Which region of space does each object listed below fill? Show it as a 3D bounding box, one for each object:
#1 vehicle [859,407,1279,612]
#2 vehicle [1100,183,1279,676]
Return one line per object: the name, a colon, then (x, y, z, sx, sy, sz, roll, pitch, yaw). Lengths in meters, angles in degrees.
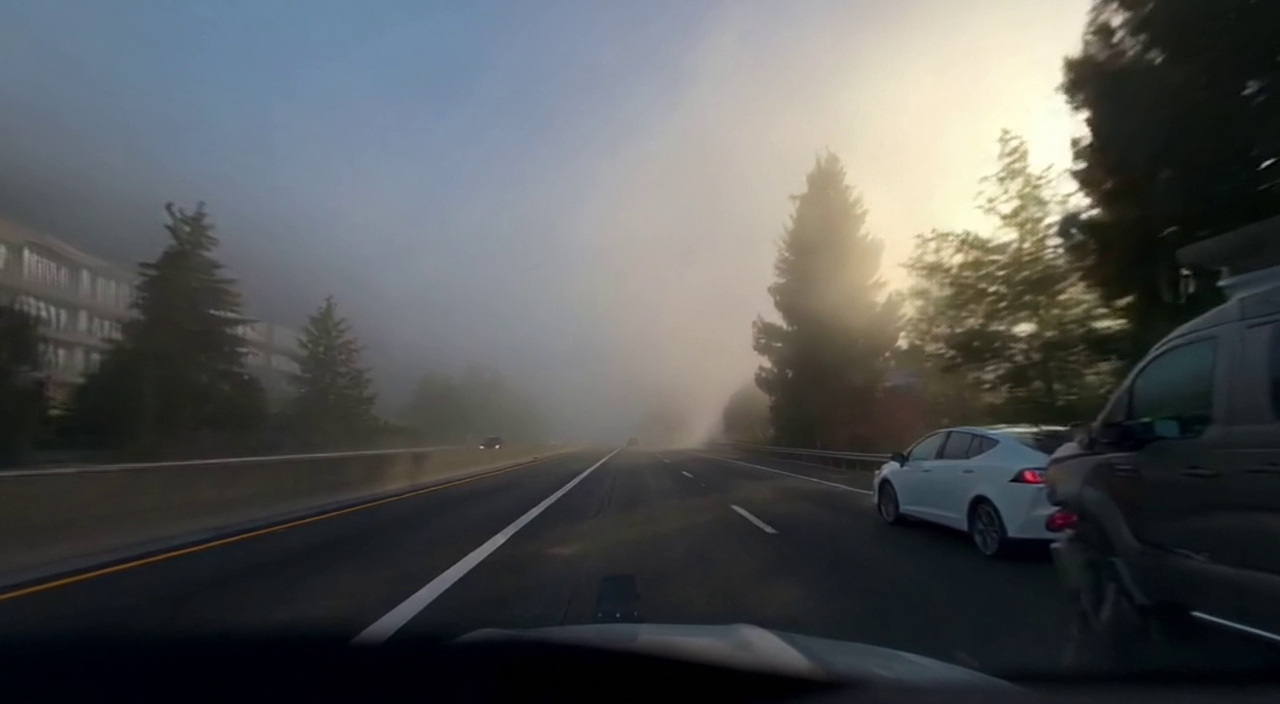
vehicle: (4.454, 1.544, 7.303, 2.095, 1.587, 4.638, 0, -8, -1)
vehicle: (4.581, 0.282, 2.407, 2.370, 2.579, 4.127, 0, -8, -1)
